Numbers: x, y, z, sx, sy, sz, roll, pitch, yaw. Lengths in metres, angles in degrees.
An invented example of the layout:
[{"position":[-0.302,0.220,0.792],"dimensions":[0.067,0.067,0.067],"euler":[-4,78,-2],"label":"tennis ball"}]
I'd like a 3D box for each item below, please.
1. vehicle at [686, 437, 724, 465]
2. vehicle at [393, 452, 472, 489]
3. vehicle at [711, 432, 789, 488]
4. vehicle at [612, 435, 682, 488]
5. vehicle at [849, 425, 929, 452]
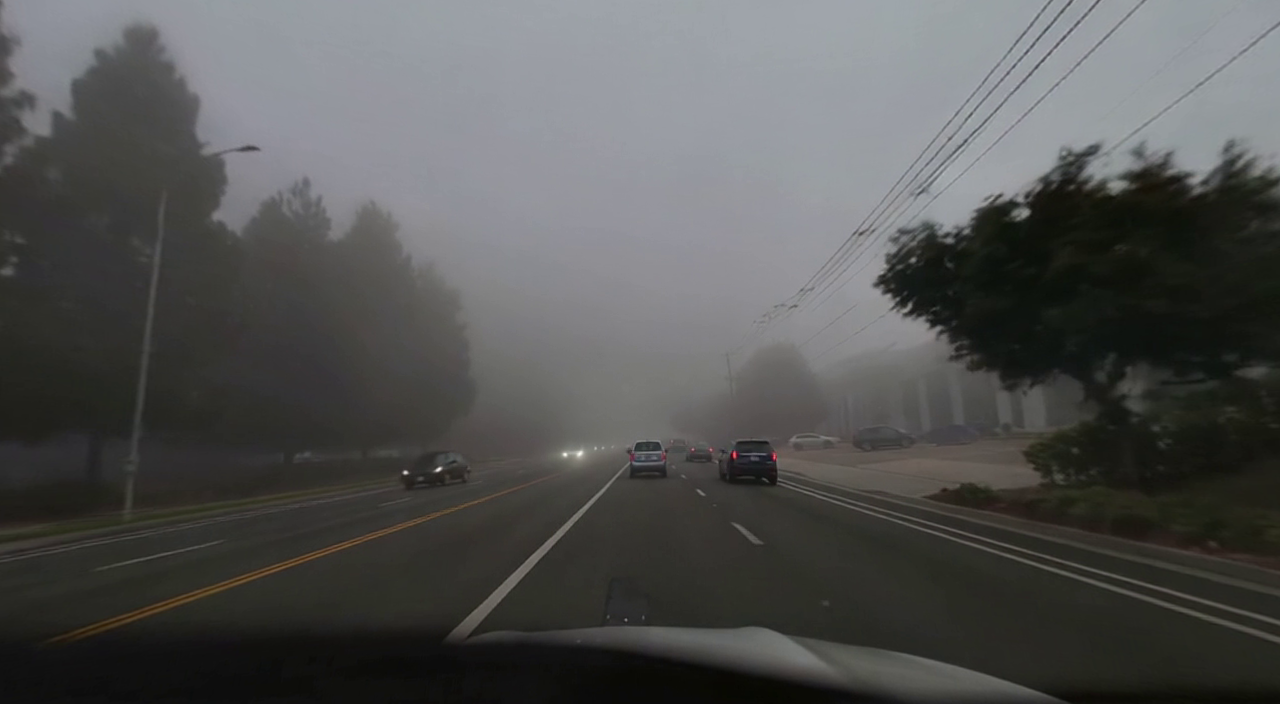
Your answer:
[{"position":[4.214,6.530,41.582],"dimensions":[2.024,1.711,4.512],"euler":[0,-8,0],"label":"vehicle"},{"position":[-9.482,5.426,29.205],"dimensions":[2.040,1.507,4.598],"euler":[0,-8,1],"label":"vehicle"},{"position":[3.602,3.626,21.420],"dimensions":[1.914,1.698,4.049],"euler":[0,-8,0],"label":"vehicle"},{"position":[0.245,3.759,21.951],"dimensions":[2.200,1.653,4.127],"euler":[0,-8,1],"label":"vehicle"},{"position":[16.294,5.678,41.357],"dimensions":[4.392,1.709,2.002],"euler":[0,-9,-1],"label":"vehicle"}]
